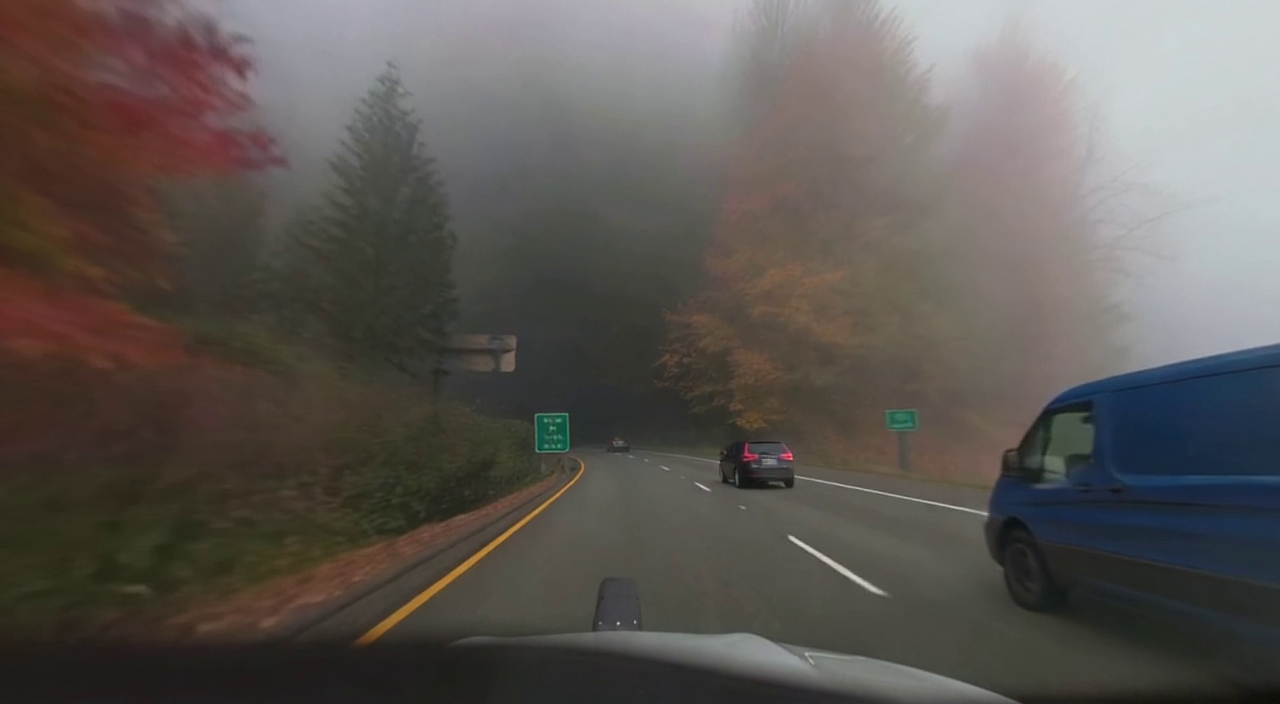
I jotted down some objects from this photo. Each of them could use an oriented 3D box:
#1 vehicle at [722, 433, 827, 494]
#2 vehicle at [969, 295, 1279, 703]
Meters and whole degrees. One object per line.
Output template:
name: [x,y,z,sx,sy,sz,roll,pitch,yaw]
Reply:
vehicle: [3.732,3.187,18.225,1.952,1.536,4.036,0,-9,-3]
vehicle: [3.934,0.697,2.670,2.205,1.923,4.956,0,-9,-2]
